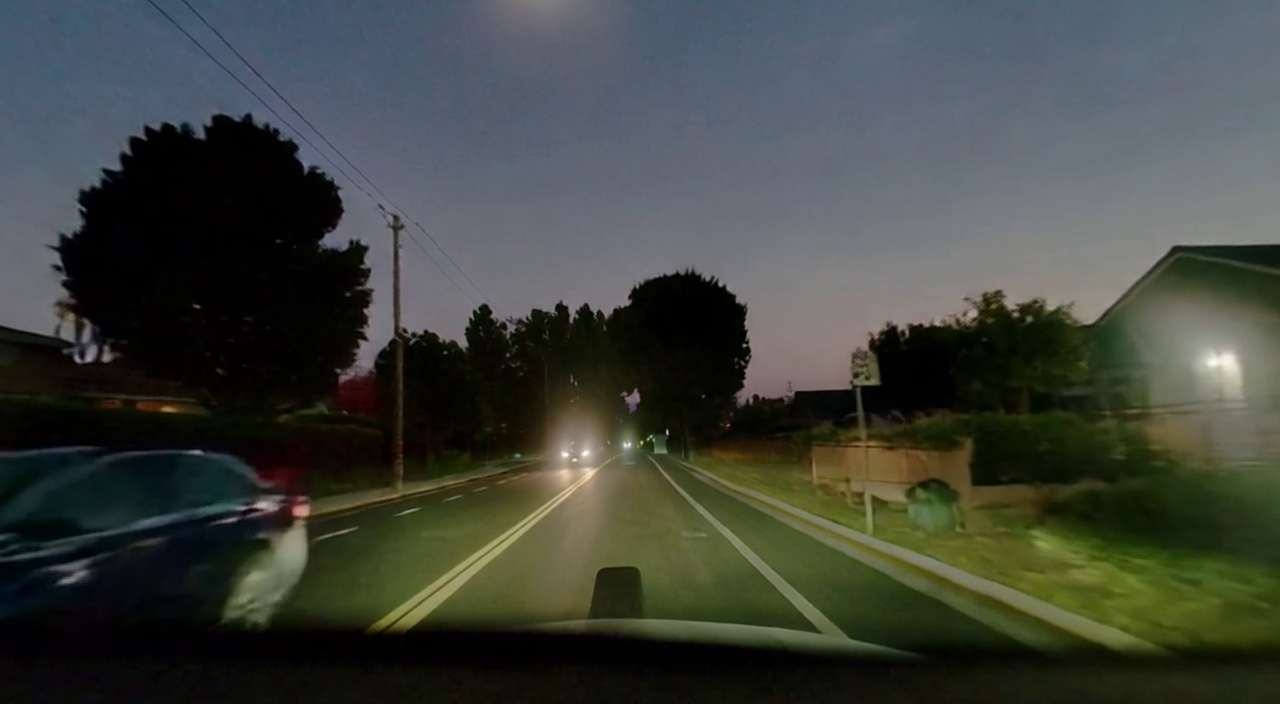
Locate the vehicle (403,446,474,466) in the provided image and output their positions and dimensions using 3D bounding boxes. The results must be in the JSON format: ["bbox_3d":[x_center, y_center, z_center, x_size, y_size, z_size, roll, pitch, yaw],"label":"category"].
[{"bbox_3d":[-15.448,8.000,48.599,4.779,1.453,1.970,-2,-9,10],"label":"vehicle"}]

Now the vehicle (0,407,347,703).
[{"bbox_3d":[-3.398,1.053,2.800,2.074,1.527,4.438,0,-9,0],"label":"vehicle"}]

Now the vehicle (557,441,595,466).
[{"bbox_3d":[-4.140,6.705,41.835,1.996,1.519,4.559,0,-9,1],"label":"vehicle"}]
